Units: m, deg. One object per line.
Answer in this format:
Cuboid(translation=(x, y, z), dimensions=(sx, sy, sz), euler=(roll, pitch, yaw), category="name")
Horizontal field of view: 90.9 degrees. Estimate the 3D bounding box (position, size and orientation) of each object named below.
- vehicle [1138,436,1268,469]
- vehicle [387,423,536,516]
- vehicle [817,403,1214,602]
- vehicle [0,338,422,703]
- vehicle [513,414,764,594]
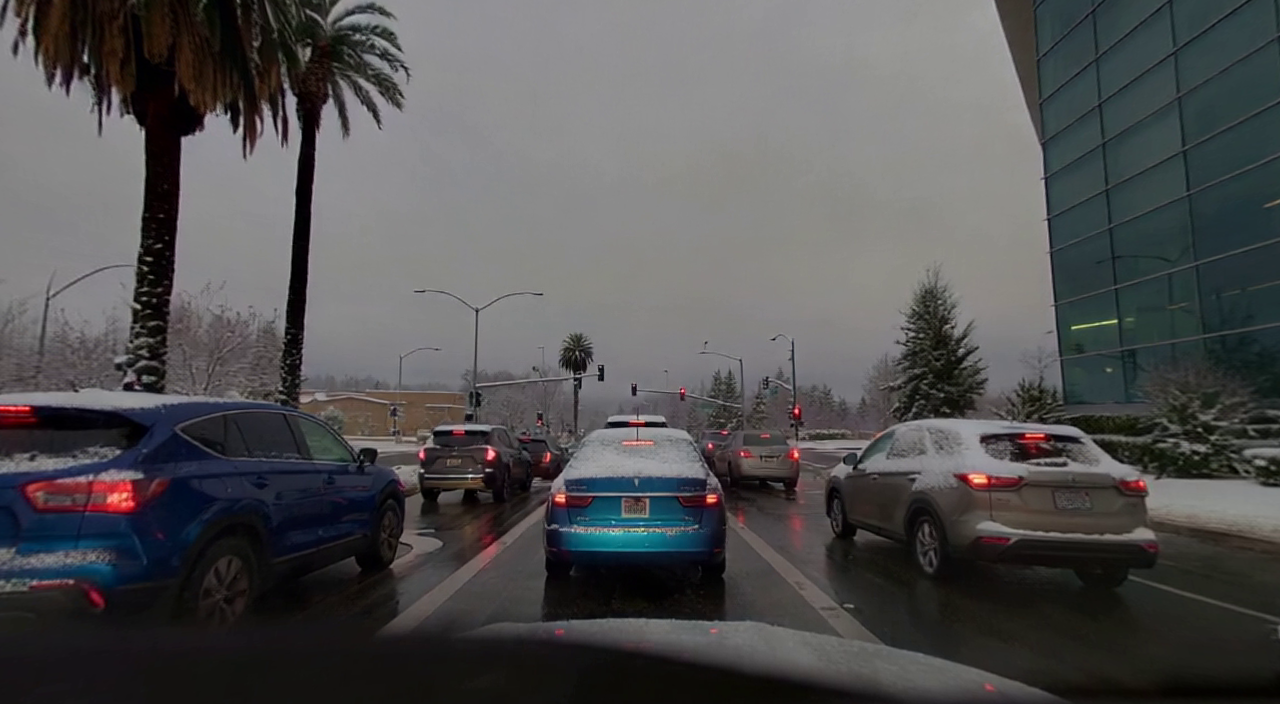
Cuboid(translation=(25.465, 4.541, 28.634), dimensions=(4.014, 1.417, 1.777), euler=(-1, -8, 5), category="vehicle")
Cuboid(translation=(-3.467, 2.352, 13.073), dimensions=(1.917, 1.631, 3.768), euler=(0, -8, 1), category="vehicle")
Cuboid(translation=(3.842, 1.615, 7.675), dimensions=(2.064, 1.696, 4.431), euler=(0, -8, 0), category="vehicle")
Cuboid(translation=(-3.537, 1.133, 5.074), dimensions=(2.014, 1.775, 4.404), euler=(0, -8, -1), category="vehicle")
Cuboid(translation=(-0.053, 1.674, 7.835), dimensions=(2.219, 1.586, 4.321), euler=(0, -8, -1), category="vehicle")
